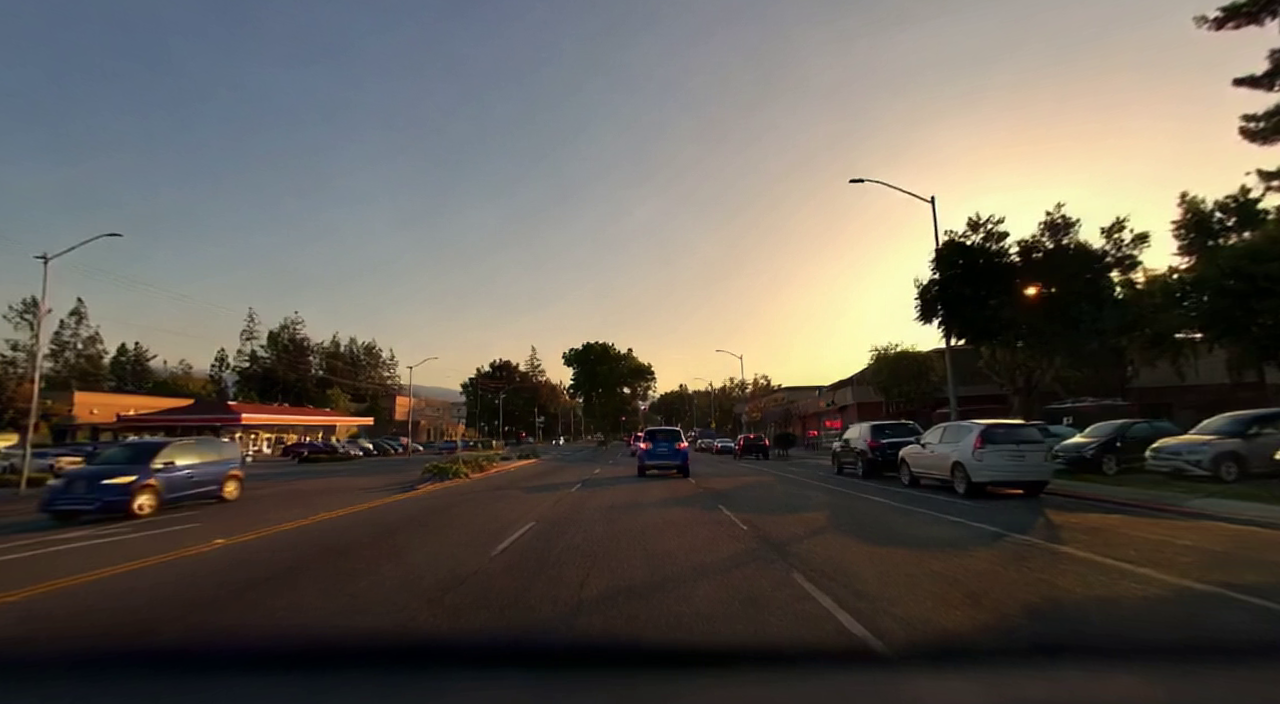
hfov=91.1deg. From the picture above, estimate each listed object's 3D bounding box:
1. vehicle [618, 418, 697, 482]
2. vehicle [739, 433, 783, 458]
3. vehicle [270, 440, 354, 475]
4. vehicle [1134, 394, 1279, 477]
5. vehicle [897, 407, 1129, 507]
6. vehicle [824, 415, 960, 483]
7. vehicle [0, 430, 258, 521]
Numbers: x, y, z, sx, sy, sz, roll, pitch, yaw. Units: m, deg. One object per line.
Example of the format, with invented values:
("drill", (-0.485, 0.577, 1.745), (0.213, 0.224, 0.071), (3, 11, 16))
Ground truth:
("vehicle", (0.573, 3.245, 20.978), (2.317, 1.857, 5.150), (0, -8, 1))
("vehicle", (7.616, 5.927, 39.929), (1.818, 1.459, 4.806), (0, -8, 0))
("vehicle", (-17.571, 5.638, 33.941), (1.995, 1.740, 4.673), (0, -8, 0))
("vehicle", (13.659, 1.844, 13.726), (1.844, 1.650, 4.415), (1, -8, -5))
("vehicle", (7.471, 2.172, 13.321), (1.970, 1.744, 4.662), (0, -8, -1))
("vehicle", (7.373, 2.917, 19.036), (2.032, 1.776, 4.782), (0, -8, -1))
("vehicle", (-10.916, 2.633, 13.990), (2.002, 1.694, 4.384), (0, -8, 0))
